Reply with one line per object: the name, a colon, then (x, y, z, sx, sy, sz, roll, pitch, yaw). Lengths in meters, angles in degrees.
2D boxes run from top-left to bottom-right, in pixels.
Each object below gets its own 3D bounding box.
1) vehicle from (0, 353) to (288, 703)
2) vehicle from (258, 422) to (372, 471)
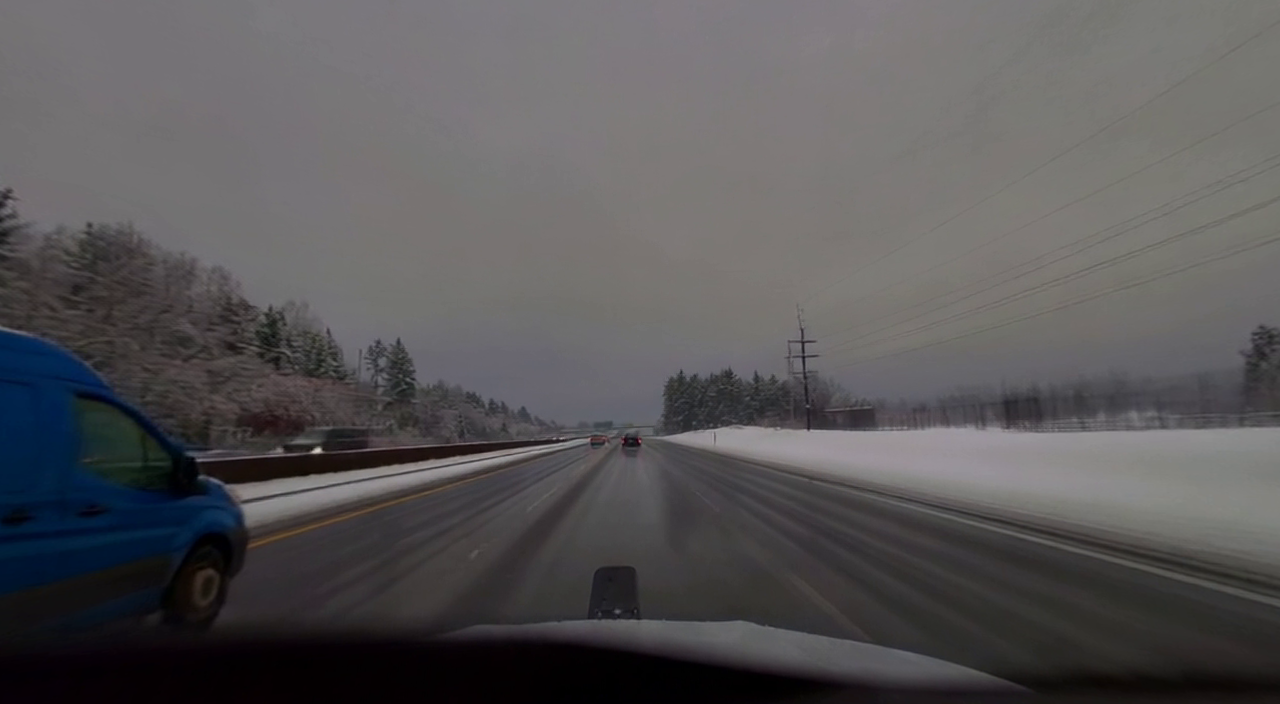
vehicle: (-3.979, 0.851, 2.735, 2.146, 1.709, 4.856, 0, -8, -1)
vehicle: (-13.475, 3.950, 26.597, 2.160, 1.827, 5.075, 0, -8, -1)
